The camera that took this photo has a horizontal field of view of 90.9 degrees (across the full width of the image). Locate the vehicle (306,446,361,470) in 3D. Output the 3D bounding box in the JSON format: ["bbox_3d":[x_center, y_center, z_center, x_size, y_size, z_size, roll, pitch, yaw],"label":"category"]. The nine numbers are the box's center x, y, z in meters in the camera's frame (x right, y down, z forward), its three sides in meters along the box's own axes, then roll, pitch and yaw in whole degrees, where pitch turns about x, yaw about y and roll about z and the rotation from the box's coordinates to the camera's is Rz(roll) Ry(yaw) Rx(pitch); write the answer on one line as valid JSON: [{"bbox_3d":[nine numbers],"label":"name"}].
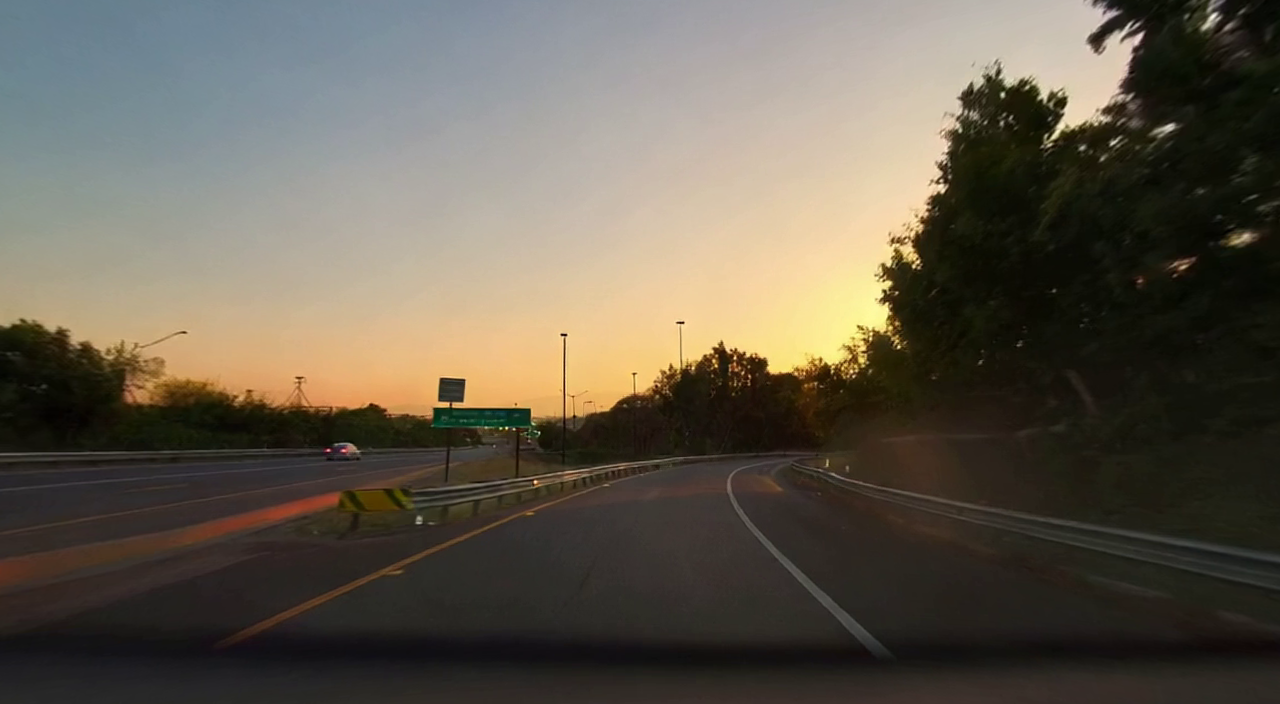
[{"bbox_3d":[-20.594,7.109,42.487,2.044,1.492,4.665,2,-9,-10],"label":"vehicle"}]
